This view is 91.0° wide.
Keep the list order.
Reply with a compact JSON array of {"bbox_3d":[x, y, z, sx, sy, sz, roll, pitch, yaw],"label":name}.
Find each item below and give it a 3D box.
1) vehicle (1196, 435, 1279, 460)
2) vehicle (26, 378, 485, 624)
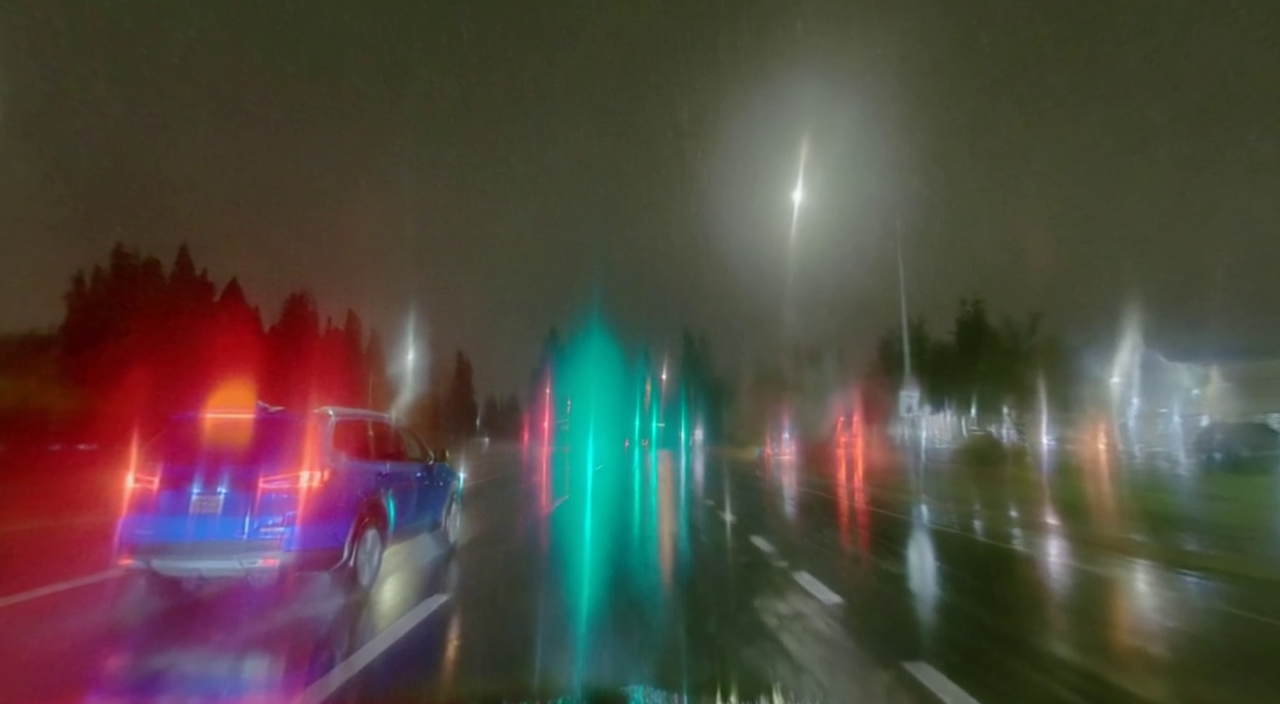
[{"bbox_3d":[37.466,5.899,38.887,4.447,1.464,1.793,0,-8,0],"label":"vehicle"},{"bbox_3d":[-3.249,1.366,6.719,2.033,1.713,4.503,0,-8,0],"label":"vehicle"}]
